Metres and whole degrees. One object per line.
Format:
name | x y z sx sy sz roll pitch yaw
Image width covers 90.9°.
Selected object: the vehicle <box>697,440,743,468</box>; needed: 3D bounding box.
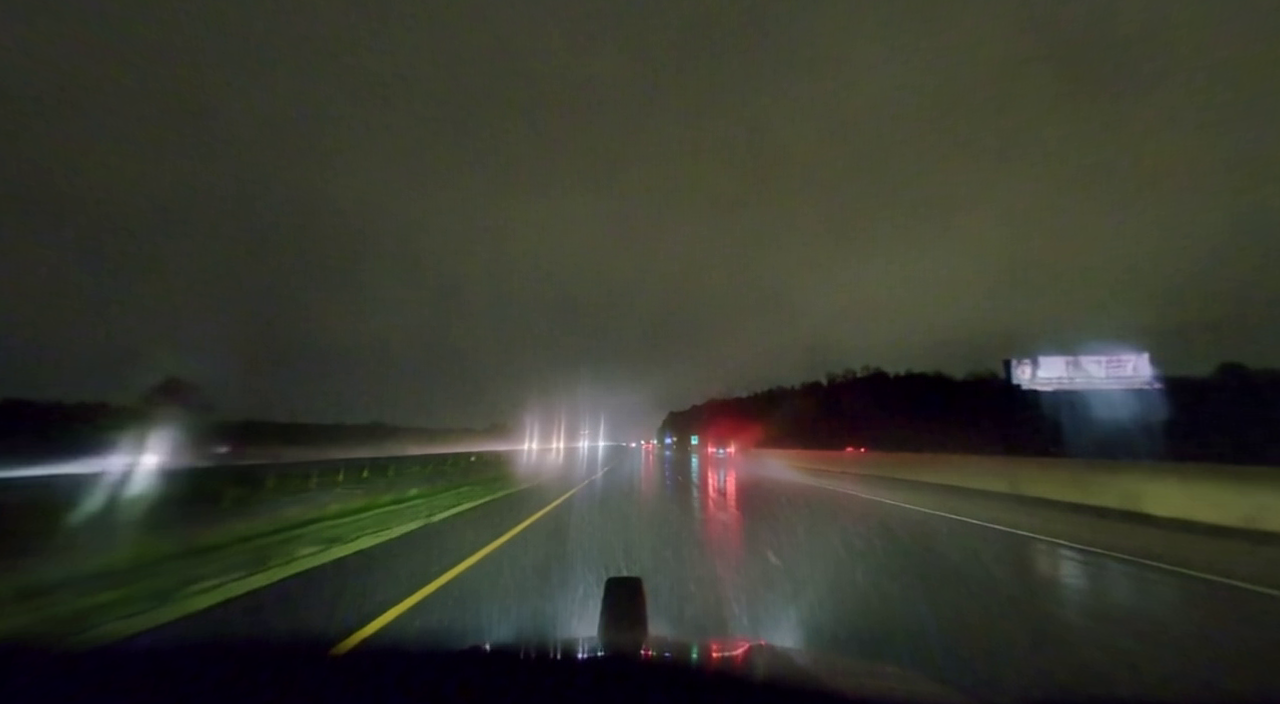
vehicle | 4.599 5.937 36.823 2.012 1.476 4.256 0 -9 -2
